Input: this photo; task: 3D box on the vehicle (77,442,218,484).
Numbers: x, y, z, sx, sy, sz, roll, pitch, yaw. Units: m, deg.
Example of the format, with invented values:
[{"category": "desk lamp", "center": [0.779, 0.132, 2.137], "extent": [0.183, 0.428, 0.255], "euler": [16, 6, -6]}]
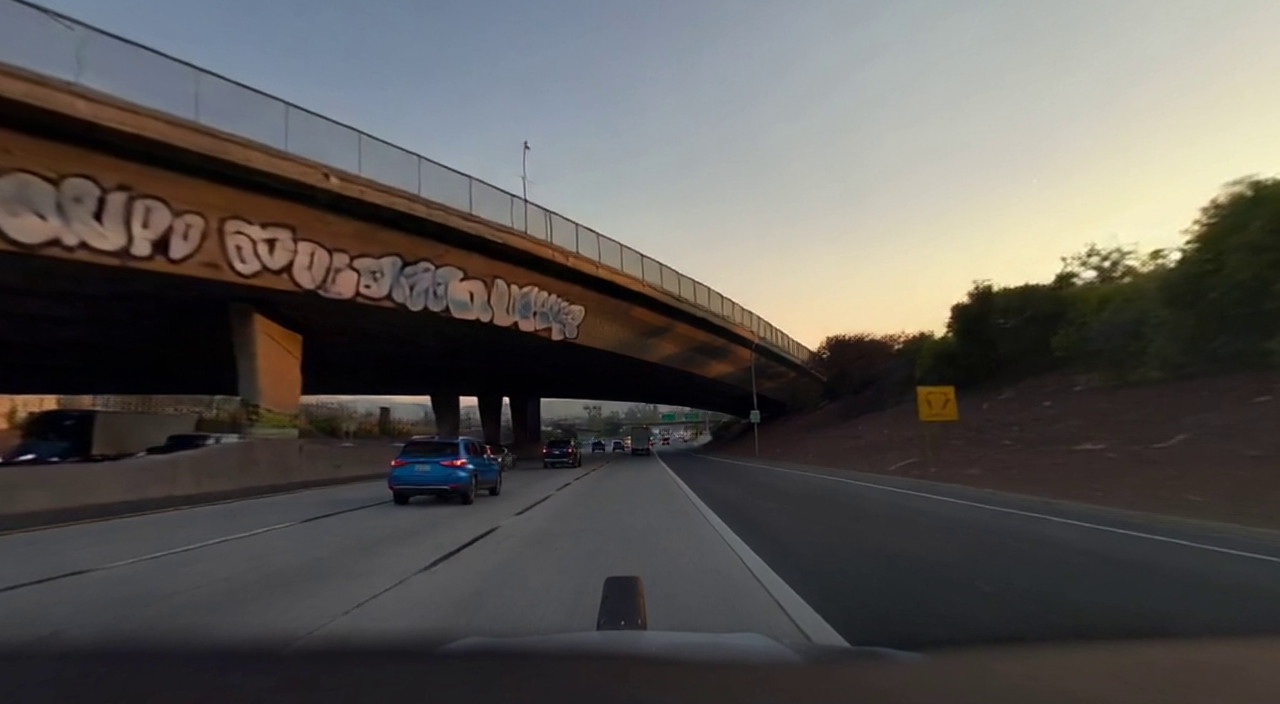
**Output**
[{"category": "vehicle", "center": [-20.335, 4.578, 26.271], "extent": [1.856, 1.560, 5.001], "euler": [0, -8, -1]}]

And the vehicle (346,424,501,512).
[{"category": "vehicle", "center": [-4.532, 2.468, 13.884], "extent": [1.969, 1.633, 3.962], "euler": [0, -8, 0]}]

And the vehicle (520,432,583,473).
[{"category": "vehicle", "center": [-3.921, 4.545, 28.604], "extent": [2.154, 1.693, 4.394], "euler": [0, -8, 1]}]

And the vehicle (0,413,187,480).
[{"category": "vehicle", "center": [-35.545, 6.091, 40.859], "extent": [3.511, 3.744, 11.340], "euler": [0, -8, 0]}]
